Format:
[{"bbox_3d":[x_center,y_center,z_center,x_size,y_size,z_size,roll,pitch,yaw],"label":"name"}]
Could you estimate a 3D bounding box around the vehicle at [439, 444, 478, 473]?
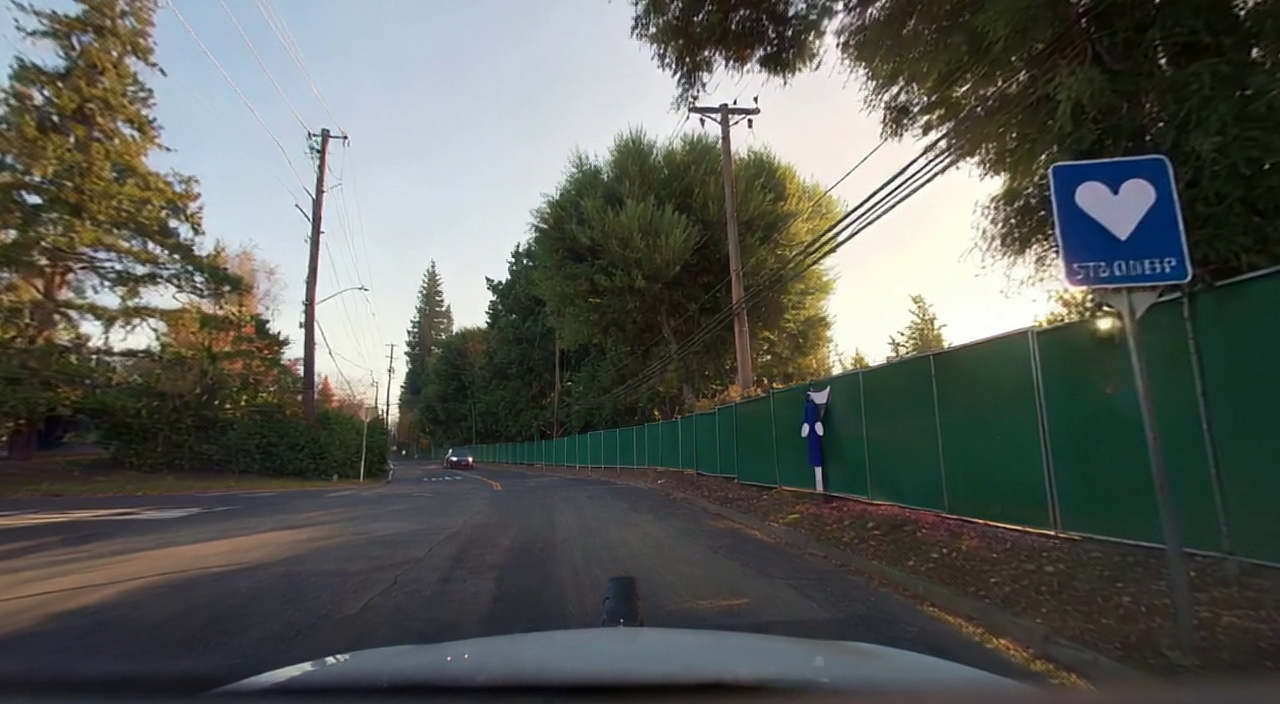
[{"bbox_3d":[-12.671,7.370,43.910,2.185,1.901,4.177,3,-9,-21],"label":"vehicle"}]
